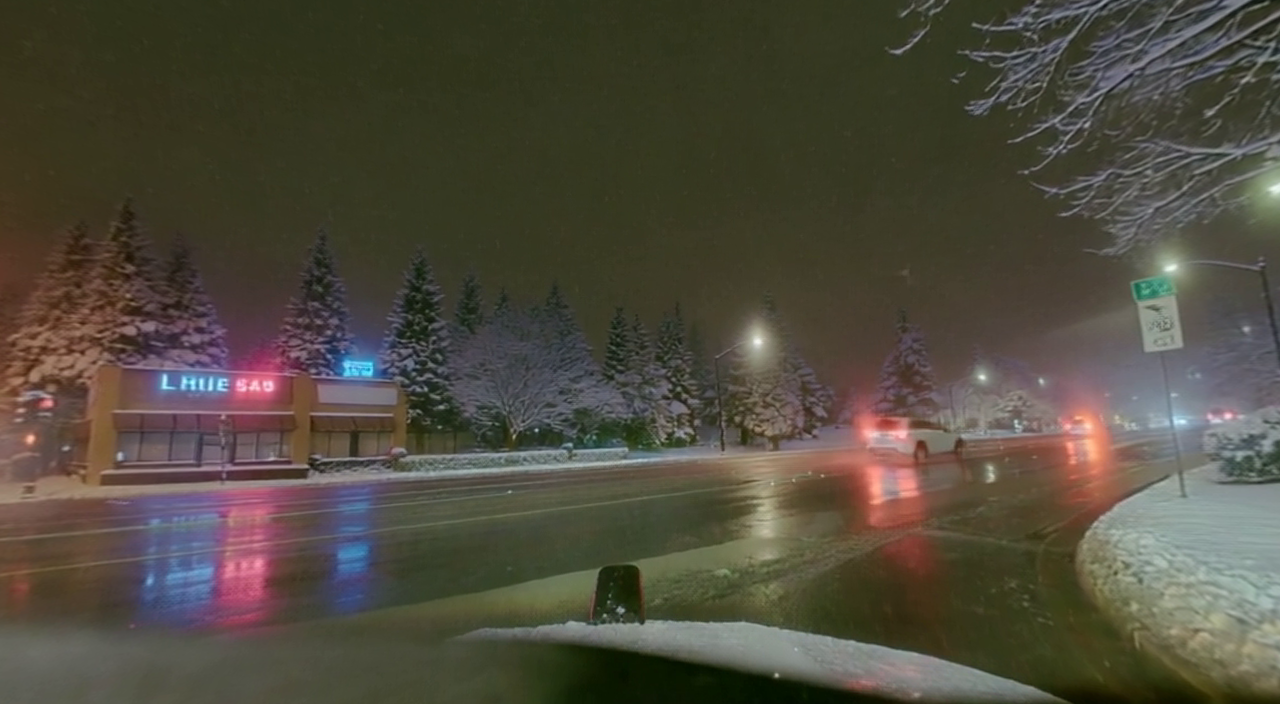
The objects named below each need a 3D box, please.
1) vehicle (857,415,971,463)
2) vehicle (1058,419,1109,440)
[{"bbox_3d":[9.774,3.095,22.415,4.182,1.536,1.885,7,-11,-39],"label":"vehicle"},{"bbox_3d":[33.152,5.817,47.198,4.442,1.458,1.902,7,-11,-40],"label":"vehicle"}]
